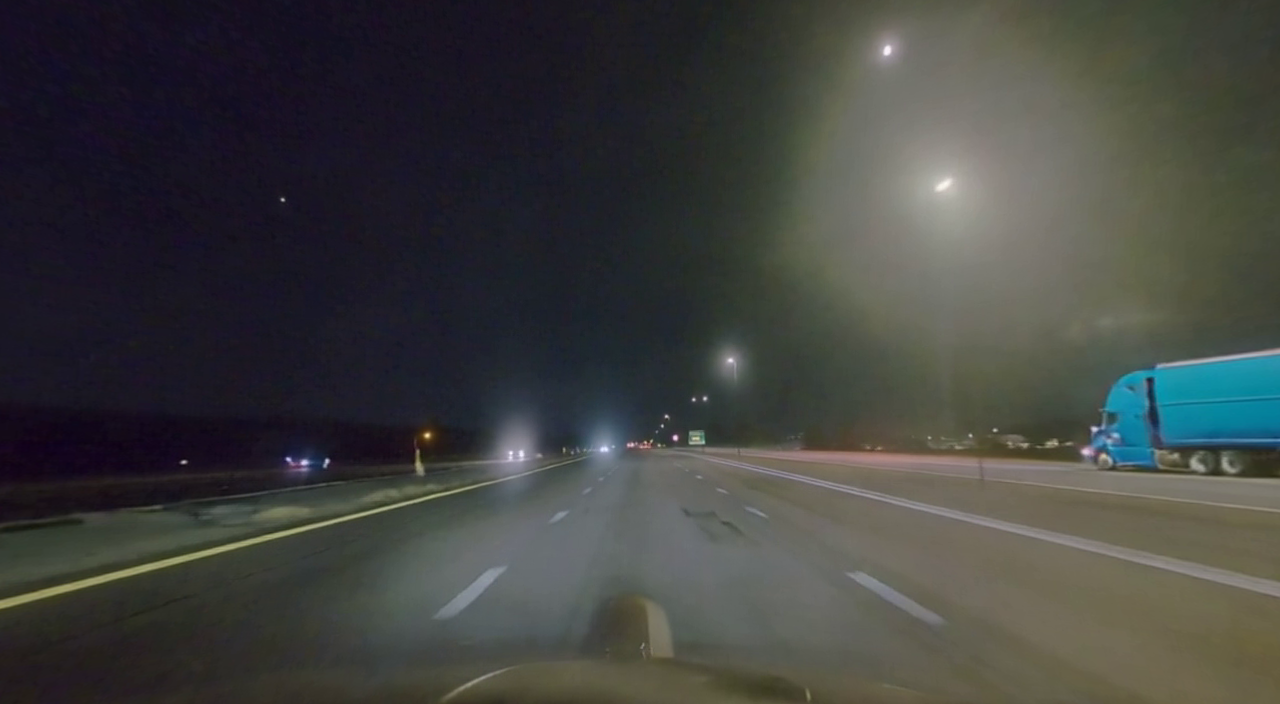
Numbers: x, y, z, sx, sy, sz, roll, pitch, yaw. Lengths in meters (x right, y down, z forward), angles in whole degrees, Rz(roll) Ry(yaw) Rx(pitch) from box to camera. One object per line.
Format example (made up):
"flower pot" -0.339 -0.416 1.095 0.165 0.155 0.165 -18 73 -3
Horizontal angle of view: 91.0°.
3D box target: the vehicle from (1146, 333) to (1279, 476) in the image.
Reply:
"vehicle" 20.807 1.022 14.776 2.836 4.027 14.280 3 -9 -19
